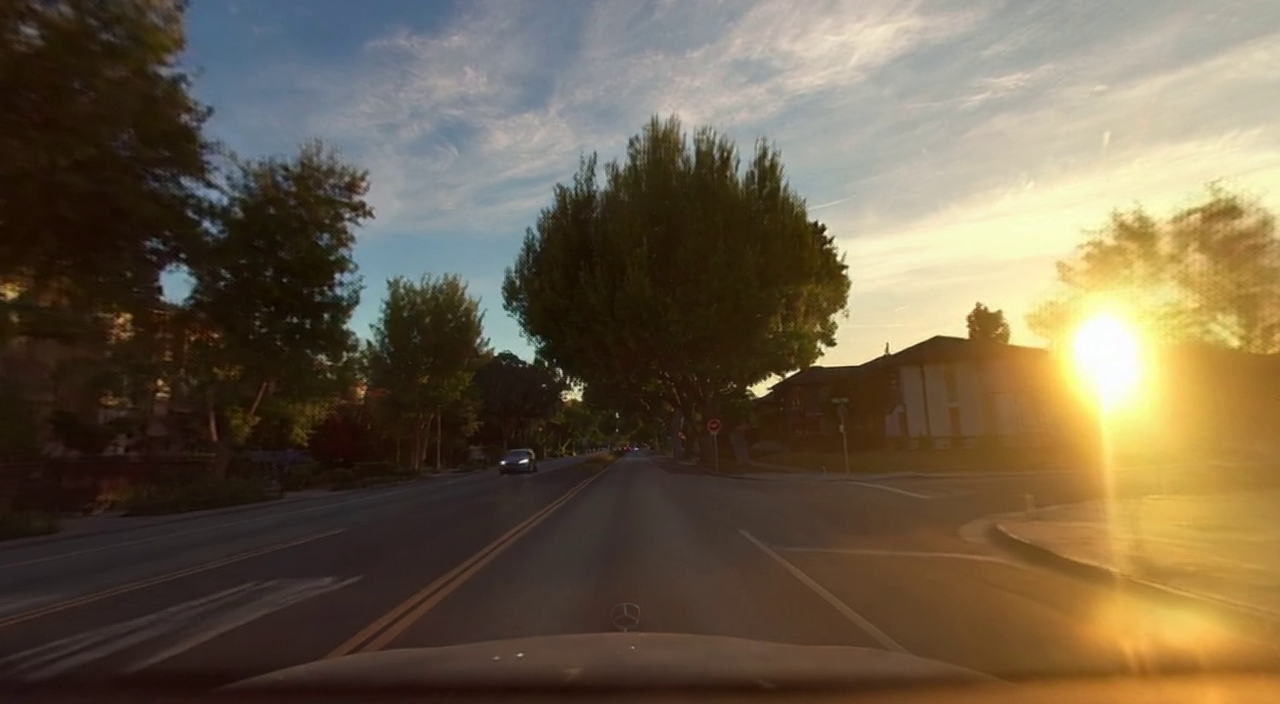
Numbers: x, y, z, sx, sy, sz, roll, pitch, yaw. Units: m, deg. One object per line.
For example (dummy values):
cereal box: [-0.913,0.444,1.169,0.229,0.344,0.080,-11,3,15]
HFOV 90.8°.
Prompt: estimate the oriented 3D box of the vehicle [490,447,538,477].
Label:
vehicle: [-7.492,6.556,38.007,1.994,1.646,4.276,0,-9,0]
